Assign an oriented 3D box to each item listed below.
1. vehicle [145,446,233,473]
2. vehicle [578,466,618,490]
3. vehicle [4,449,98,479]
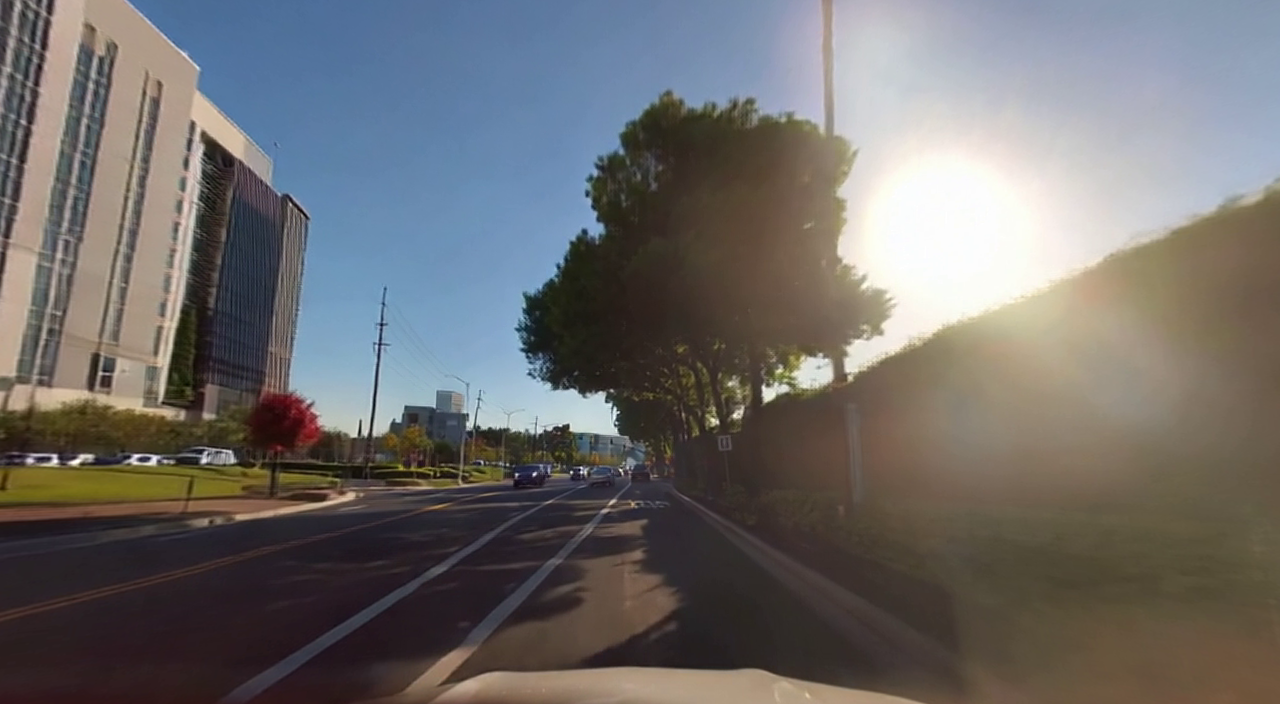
[{"bbox_3d":[-35.612,8.561,49.834,2.033,1.959,5.294,-3,-11,19],"label":"vehicle"},{"bbox_3d":[-3.052,9.312,46.621,2.067,1.629,3.858,-2,-11,11],"label":"vehicle"},{"bbox_3d":[-31.028,5.896,33.092,3.795,1.474,1.828,-3,-11,18],"label":"vehicle"}]
